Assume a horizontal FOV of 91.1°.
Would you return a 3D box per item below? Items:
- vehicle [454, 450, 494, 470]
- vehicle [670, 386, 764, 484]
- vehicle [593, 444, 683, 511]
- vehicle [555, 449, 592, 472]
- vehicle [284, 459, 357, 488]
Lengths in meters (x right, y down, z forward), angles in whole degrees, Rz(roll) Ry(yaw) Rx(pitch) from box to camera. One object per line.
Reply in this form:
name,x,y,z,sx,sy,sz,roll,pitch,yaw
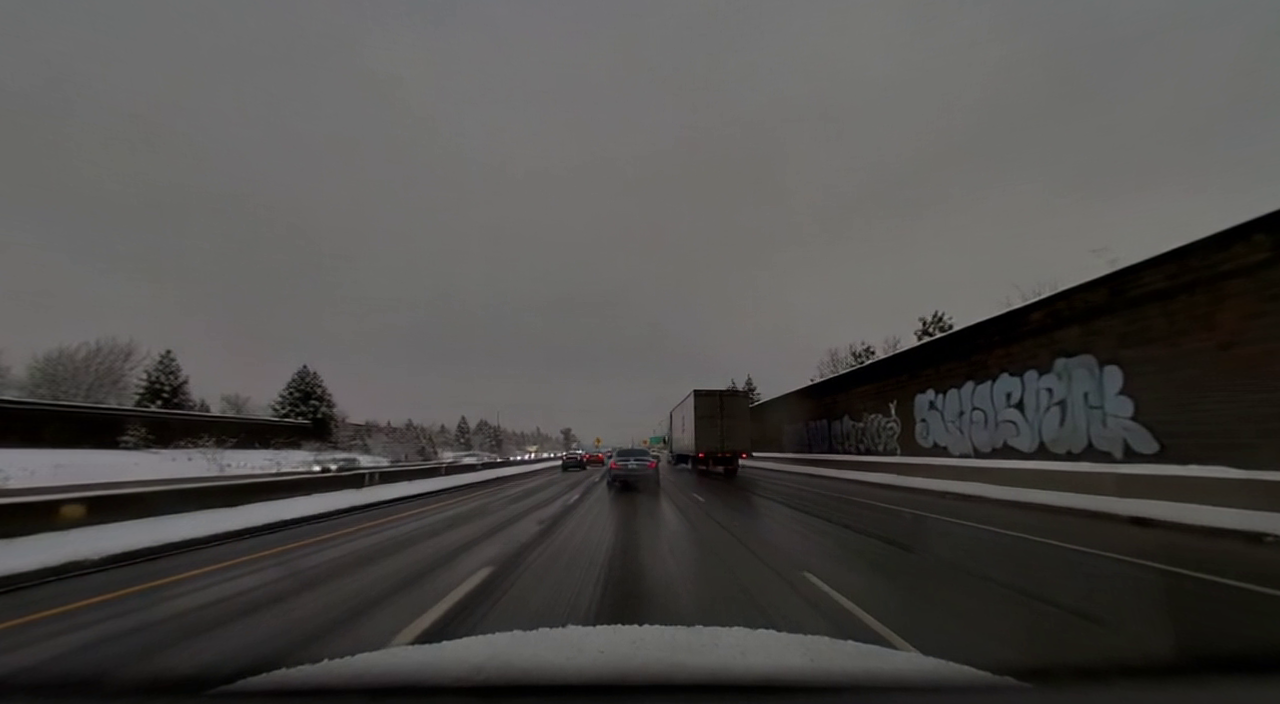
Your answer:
vehicle,-12.915,8.400,49.203,1.927,1.477,4.508,-1,-9,0
vehicle,3.505,4.523,33.243,2.902,4.014,14.446,0,-9,-1
vehicle,-0.092,3.169,16.351,2.033,1.468,4.015,0,-9,-1
vehicle,-4.464,7.337,42.780,2.067,1.481,4.085,-1,-9,1
vehicle,-17.880,6.811,35.465,1.738,1.426,4.342,-1,-9,2
